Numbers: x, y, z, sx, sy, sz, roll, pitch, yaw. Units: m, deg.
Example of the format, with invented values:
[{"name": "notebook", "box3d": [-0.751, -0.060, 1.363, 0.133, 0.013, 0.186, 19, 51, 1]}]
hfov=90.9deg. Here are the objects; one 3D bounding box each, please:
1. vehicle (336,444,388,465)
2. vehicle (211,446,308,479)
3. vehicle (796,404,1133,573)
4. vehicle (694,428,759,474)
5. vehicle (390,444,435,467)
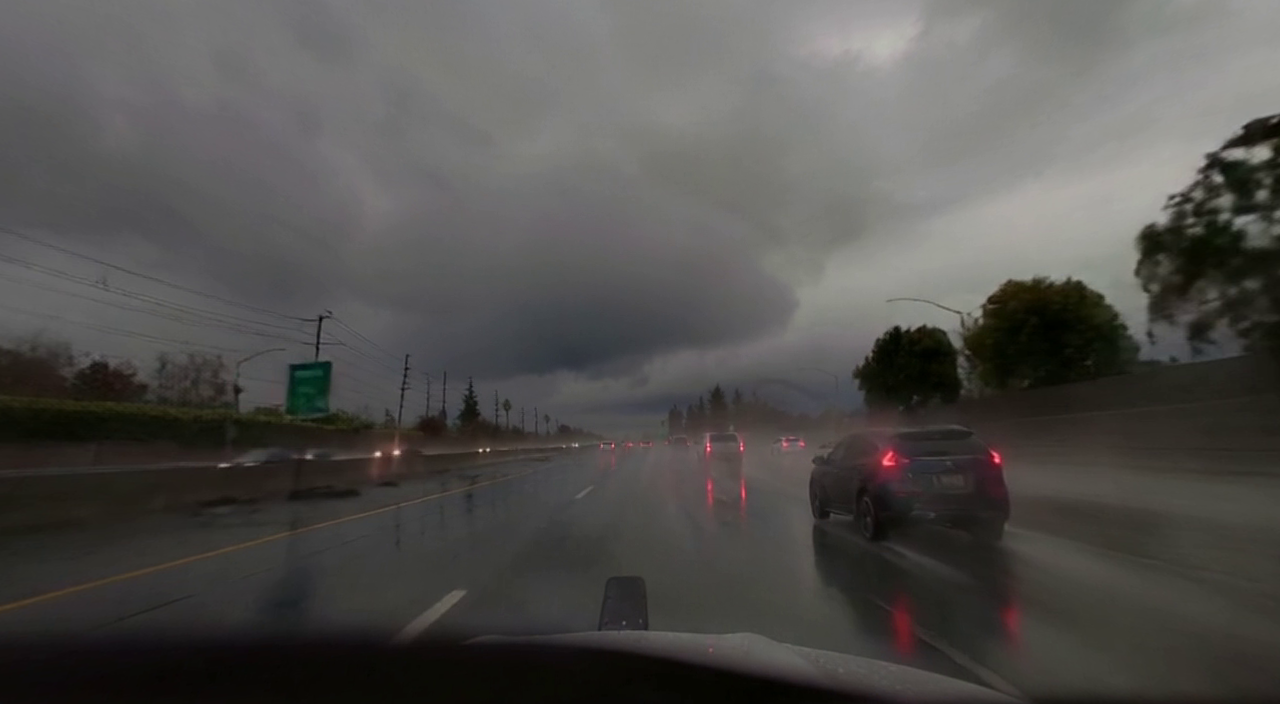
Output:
[{"name": "vehicle", "box3d": [-21.375, 7.897, 48.703, 1.978, 1.594, 4.424, 0, -9, 0]}, {"name": "vehicle", "box3d": [-18.885, 5.488, 31.574, 2.004, 1.492, 4.506, -1, -8, 1]}, {"name": "vehicle", "box3d": [3.773, 1.677, 8.538, 2.146, 1.639, 4.475, 0, -8, 0]}, {"name": "vehicle", "box3d": [4.104, 4.826, 30.963, 2.442, 2.022, 5.466, 0, -8, 0]}, {"name": "vehicle", "box3d": [-16.209, 7.376, 45.062, 1.966, 1.509, 3.808, 0, -9, -3]}]
